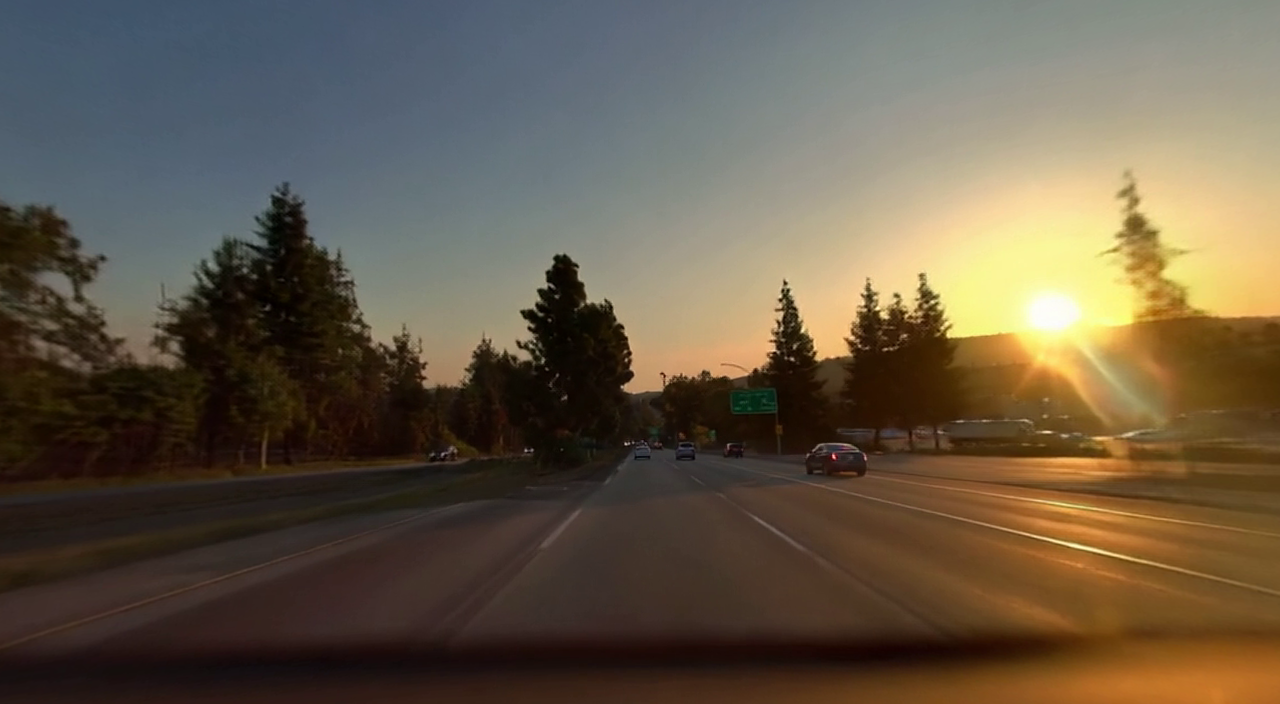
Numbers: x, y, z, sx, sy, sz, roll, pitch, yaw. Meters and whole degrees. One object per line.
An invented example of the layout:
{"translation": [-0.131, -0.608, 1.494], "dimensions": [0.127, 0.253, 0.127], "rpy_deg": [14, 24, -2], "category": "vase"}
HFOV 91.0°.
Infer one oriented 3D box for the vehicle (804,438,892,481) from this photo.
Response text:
{"translation": [8.172, 4.264, 25.204], "dimensions": [1.989, 1.526, 4.443], "rpy_deg": [0, -9, 0], "category": "vehicle"}
